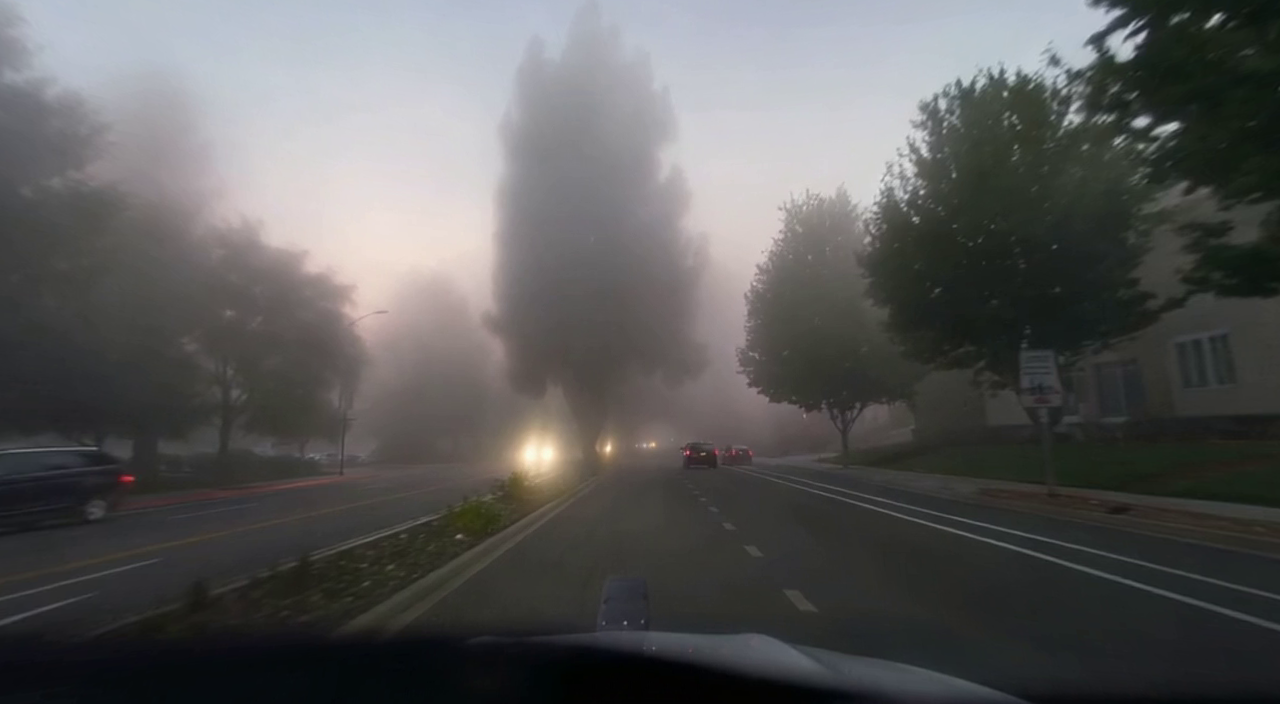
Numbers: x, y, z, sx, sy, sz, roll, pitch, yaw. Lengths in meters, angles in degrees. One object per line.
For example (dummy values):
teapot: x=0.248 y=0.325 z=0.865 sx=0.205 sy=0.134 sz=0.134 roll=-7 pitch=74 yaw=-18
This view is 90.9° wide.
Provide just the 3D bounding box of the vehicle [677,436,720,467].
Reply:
vehicle: x=3.506 y=6.073 z=38.538 sx=2.143 sy=1.759 sz=4.378 roll=0 pitch=-8 yaw=-1

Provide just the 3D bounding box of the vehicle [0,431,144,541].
vehicle: x=-12.043 y=2.415 z=11.529 sx=1.998 sy=1.870 sz=4.747 roll=0 pitch=-8 yaw=1

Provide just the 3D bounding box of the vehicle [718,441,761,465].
vehicle: x=6.715 y=6.855 z=42.840 sx=2.100 sy=1.491 sz=4.563 roll=0 pitch=-8 yaw=-1
